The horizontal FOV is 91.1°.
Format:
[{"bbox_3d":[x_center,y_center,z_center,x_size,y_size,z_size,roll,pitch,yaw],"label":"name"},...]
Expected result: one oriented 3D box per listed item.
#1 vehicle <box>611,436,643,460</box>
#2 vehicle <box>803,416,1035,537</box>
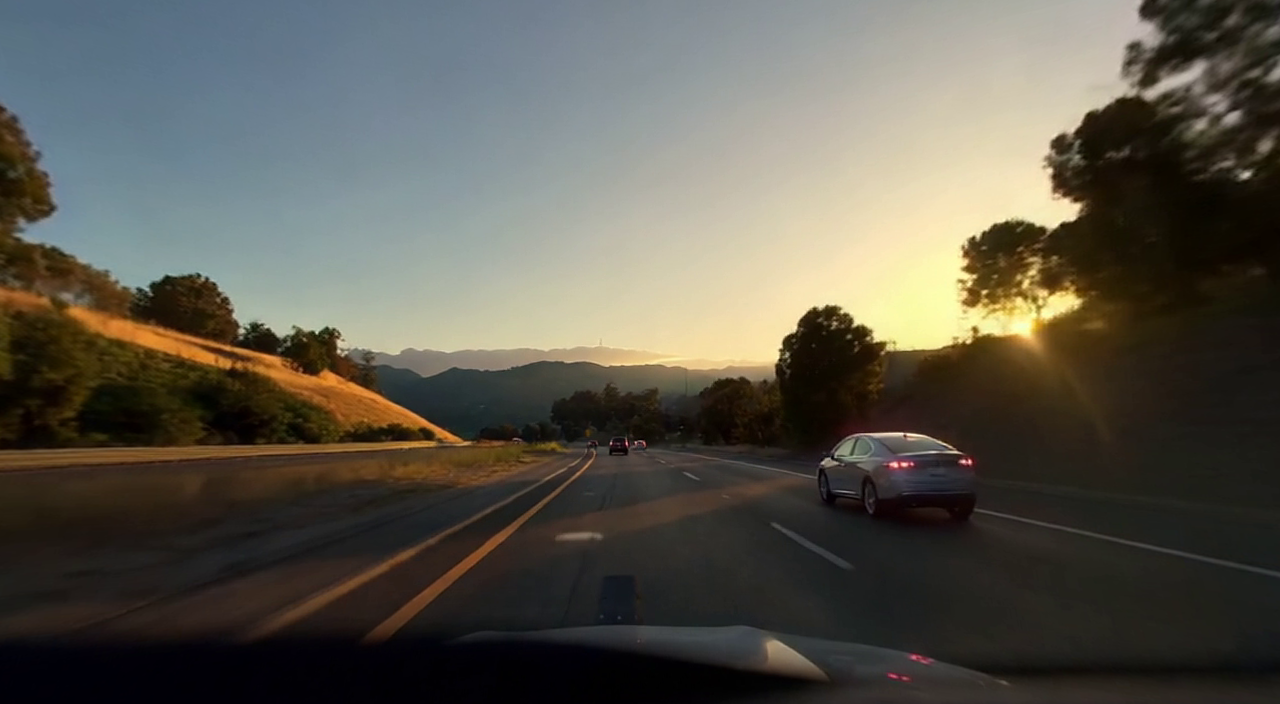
[{"bbox_3d":[-0.917,6.393,42.095,1.998,1.512,3.735,0,-8,-3],"label":"vehicle"},{"bbox_3d":[4.030,1.834,9.858,1.852,1.513,3.652,0,-8,-2],"label":"vehicle"}]
